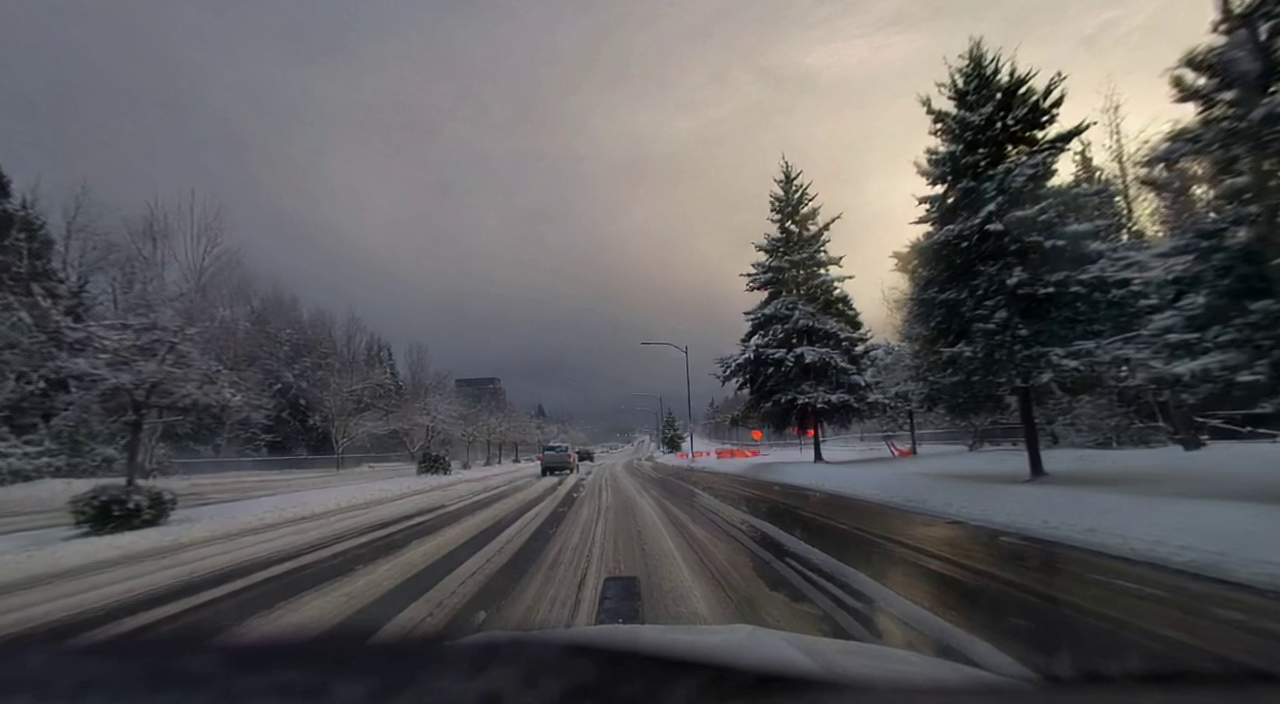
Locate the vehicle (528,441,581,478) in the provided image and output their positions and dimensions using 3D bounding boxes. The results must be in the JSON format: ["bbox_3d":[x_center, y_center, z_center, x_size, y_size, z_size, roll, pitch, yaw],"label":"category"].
[{"bbox_3d":[-4.101,5.220,30.896,2.121,1.654,3.993,0,-8,-2],"label":"vehicle"}]
